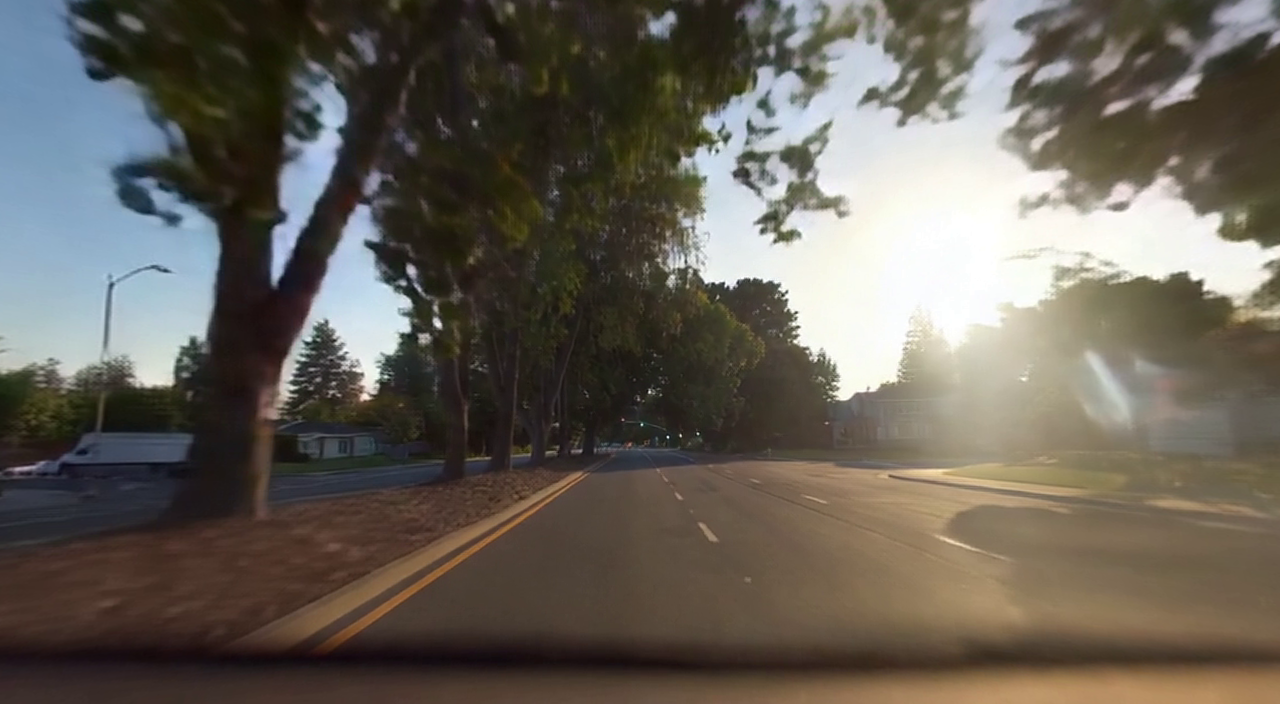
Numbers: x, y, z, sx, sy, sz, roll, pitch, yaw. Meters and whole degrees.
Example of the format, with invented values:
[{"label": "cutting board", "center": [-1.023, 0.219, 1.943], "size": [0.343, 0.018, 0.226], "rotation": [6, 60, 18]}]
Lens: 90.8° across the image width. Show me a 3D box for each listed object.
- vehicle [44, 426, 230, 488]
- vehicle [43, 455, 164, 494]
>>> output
[{"label": "vehicle", "center": [-28.922, 6.062, 36.556], "size": [8.492, 3.055, 3.116], "rotation": [-4, -9, 6]}, {"label": "vehicle", "center": [-26.131, 5.946, 30.911], "size": [1.862, 1.336, 4.115], "rotation": [-14, -11, 31]}]
